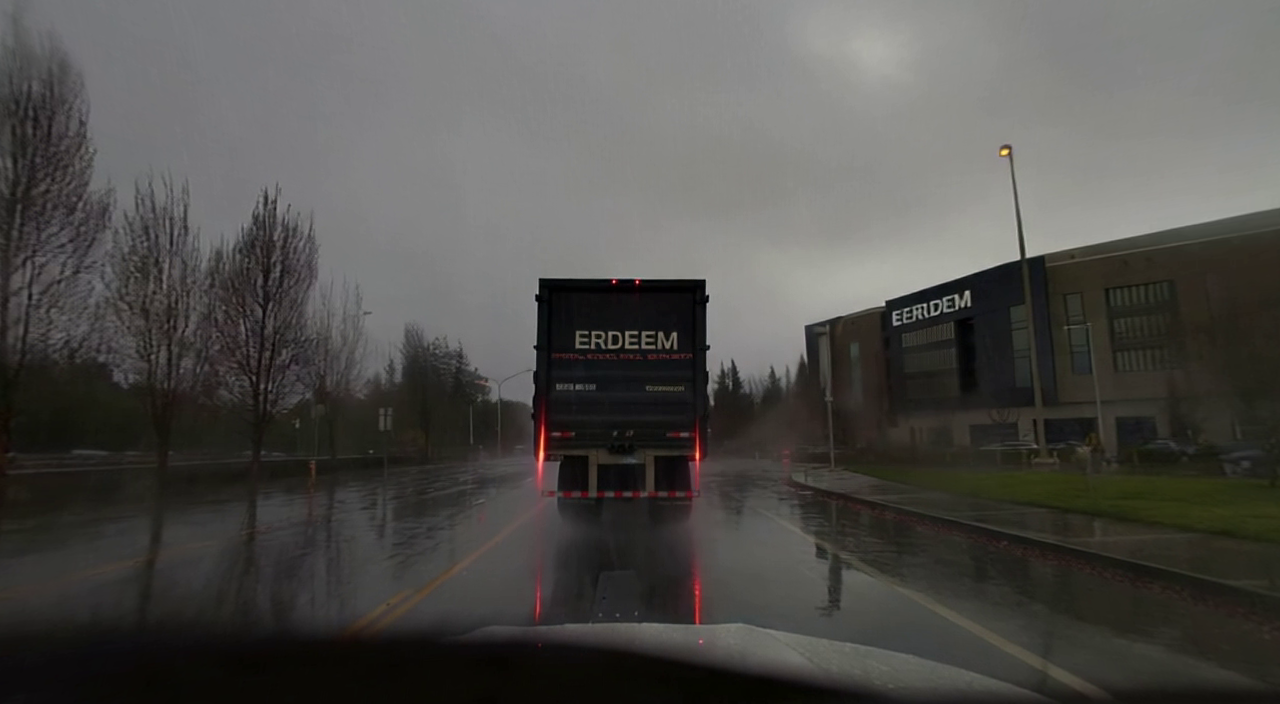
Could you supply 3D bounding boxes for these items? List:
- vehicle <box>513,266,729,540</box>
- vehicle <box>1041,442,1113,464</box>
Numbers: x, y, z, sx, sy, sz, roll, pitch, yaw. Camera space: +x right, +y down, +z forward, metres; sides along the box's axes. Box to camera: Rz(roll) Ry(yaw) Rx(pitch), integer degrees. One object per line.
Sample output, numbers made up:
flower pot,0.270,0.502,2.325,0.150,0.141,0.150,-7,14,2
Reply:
vehicle,-0.187,1.275,13.260,2.876,3.724,9.351,-1,-8,1
vehicle,31.355,7.216,45.168,1.652,1.423,3.797,5,-9,-35
